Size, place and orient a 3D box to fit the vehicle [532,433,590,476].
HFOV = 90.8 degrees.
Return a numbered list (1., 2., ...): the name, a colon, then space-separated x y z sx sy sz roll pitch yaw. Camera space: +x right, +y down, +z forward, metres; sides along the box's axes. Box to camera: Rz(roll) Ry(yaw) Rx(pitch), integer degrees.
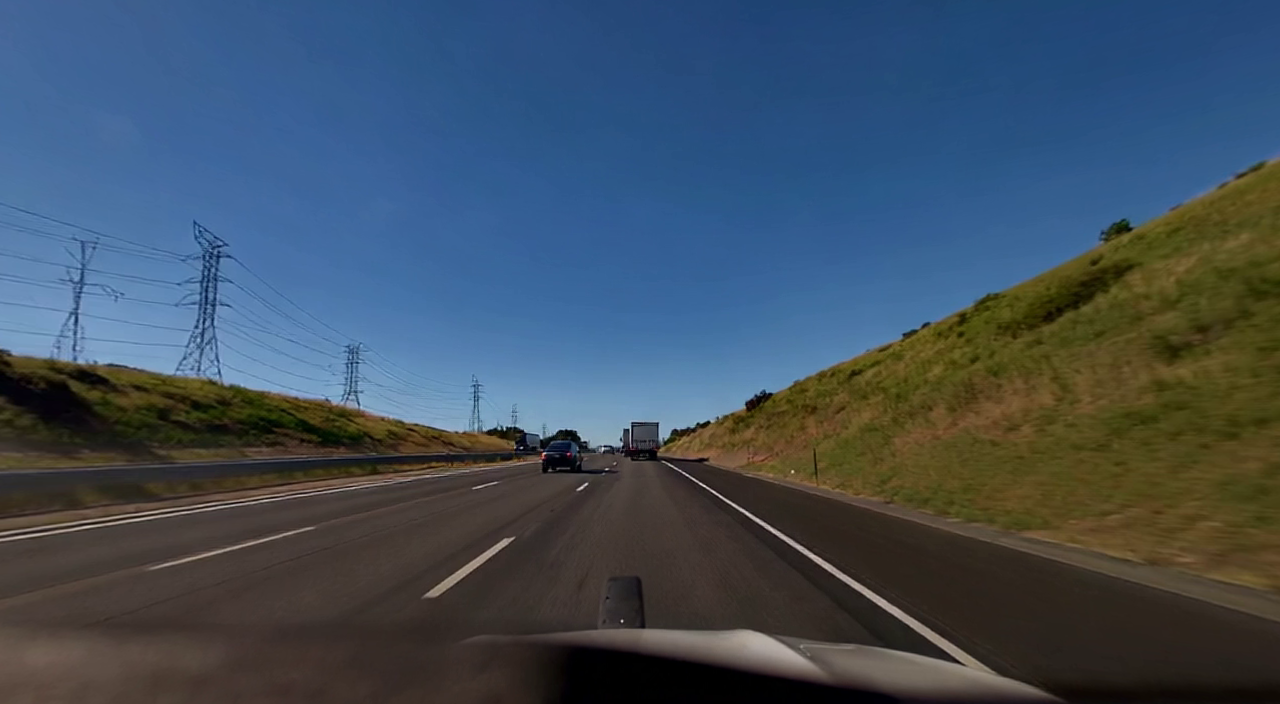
1. vehicle: -3.810 5.066 31.353 2.207 1.949 4.911 0 -9 1
